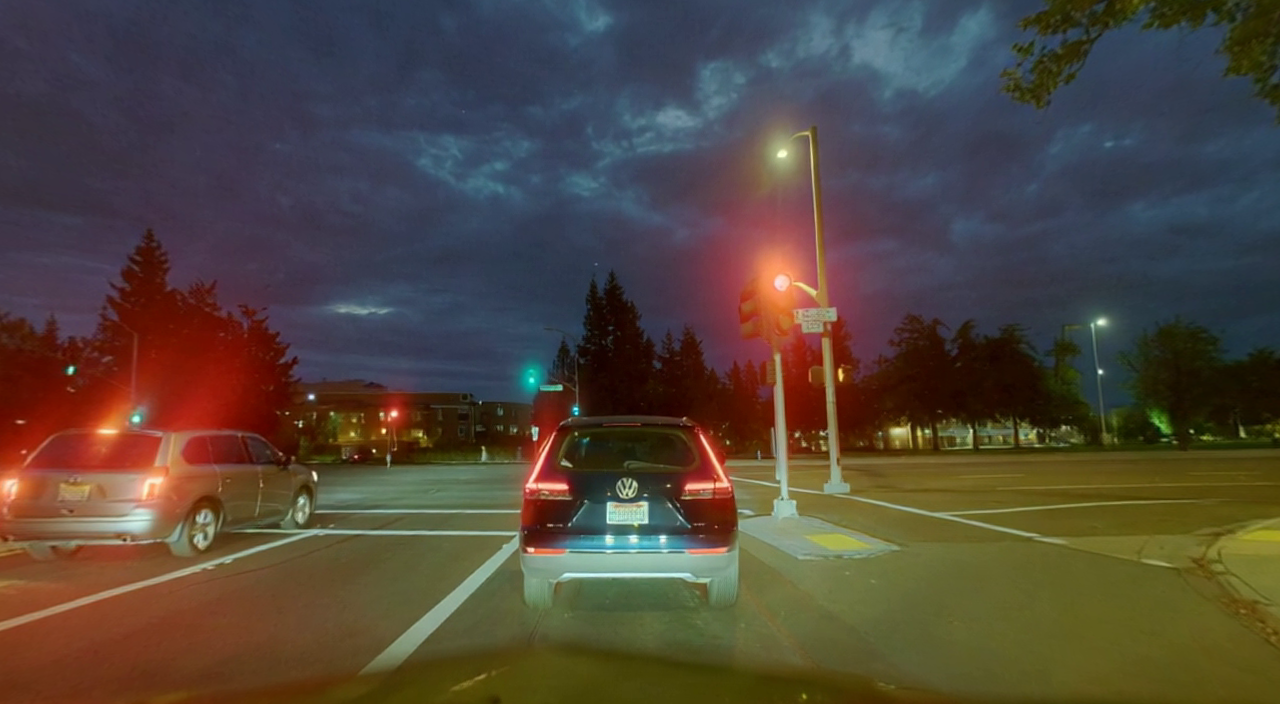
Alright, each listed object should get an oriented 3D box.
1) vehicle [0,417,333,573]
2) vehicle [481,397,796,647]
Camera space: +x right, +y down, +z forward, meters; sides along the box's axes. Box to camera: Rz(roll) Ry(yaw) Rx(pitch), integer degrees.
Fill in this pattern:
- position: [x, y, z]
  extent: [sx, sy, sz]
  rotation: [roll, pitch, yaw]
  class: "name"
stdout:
- position: [-6.405, 1.900, 9.133]
  extent: [2.020, 1.695, 4.187]
  rotation: [1, -9, -5]
  class: "vehicle"
- position: [-0.157, 1.458, 6.445]
  extent: [2.154, 1.670, 4.140]
  rotation: [1, -9, -5]
  class: "vehicle"
